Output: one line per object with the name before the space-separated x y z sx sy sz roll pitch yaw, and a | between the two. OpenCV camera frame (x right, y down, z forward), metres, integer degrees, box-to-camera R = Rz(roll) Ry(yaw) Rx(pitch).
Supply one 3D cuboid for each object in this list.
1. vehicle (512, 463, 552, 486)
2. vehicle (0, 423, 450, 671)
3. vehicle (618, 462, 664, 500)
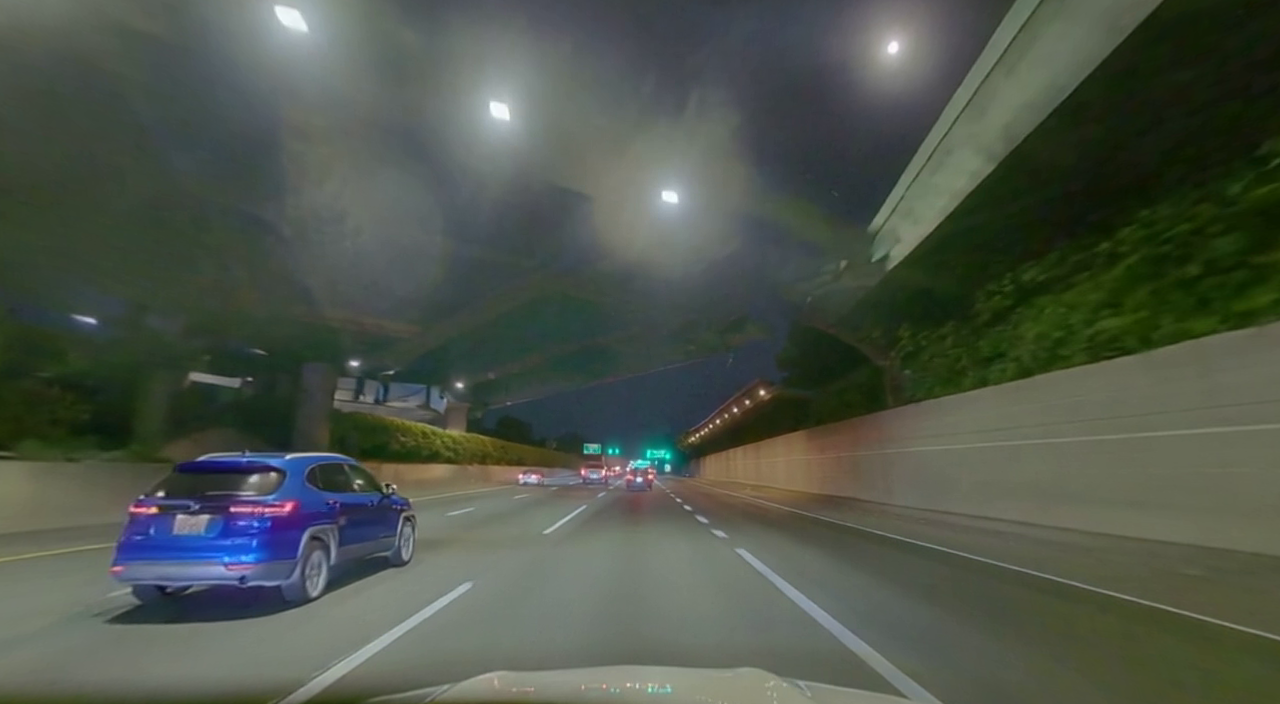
vehicle | -7.661 8.745 44.958 1.996 1.512 4.712 1 -11 0
vehicle | -3.738 1.659 6.386 2.102 1.521 4.687 1 -11 1
vehicle | 0.038 6.011 29.567 1.992 1.601 3.762 1 -11 0
